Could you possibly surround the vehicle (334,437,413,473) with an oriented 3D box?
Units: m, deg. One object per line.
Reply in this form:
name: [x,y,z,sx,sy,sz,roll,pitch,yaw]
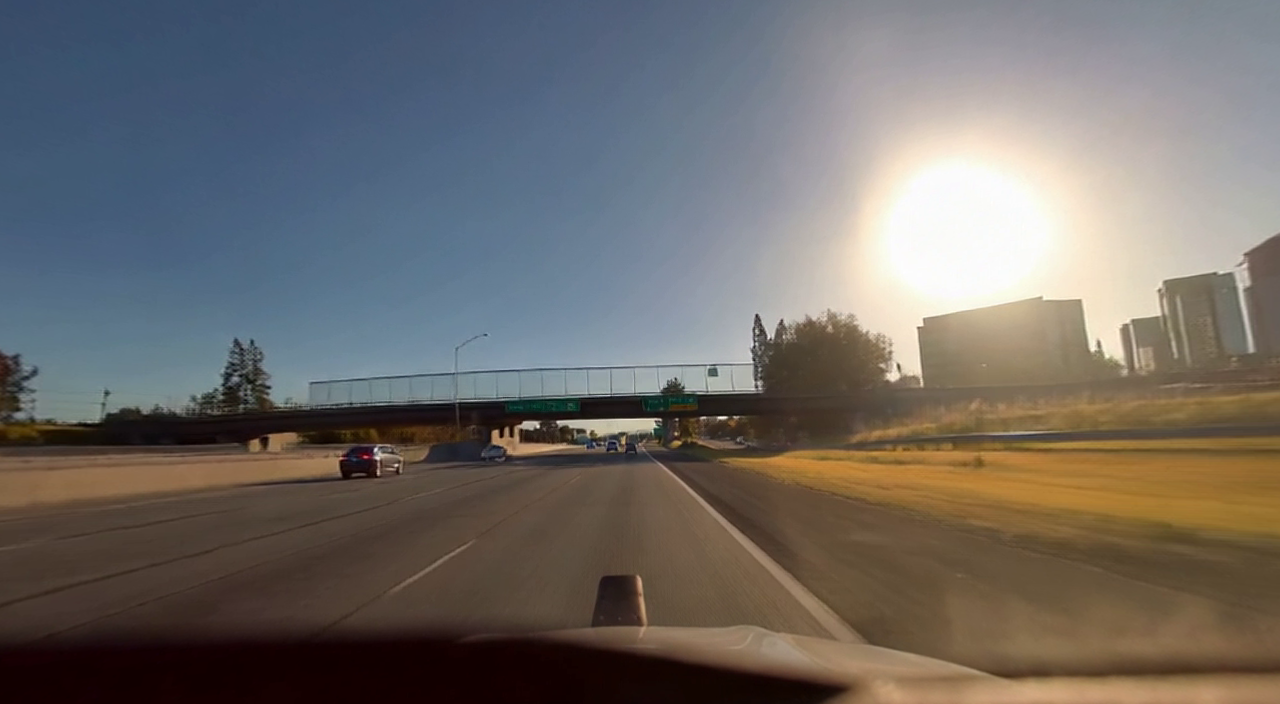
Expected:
vehicle: [-14.422,5.600,34.591,2.049,1.792,5.177,0,-8,0]
